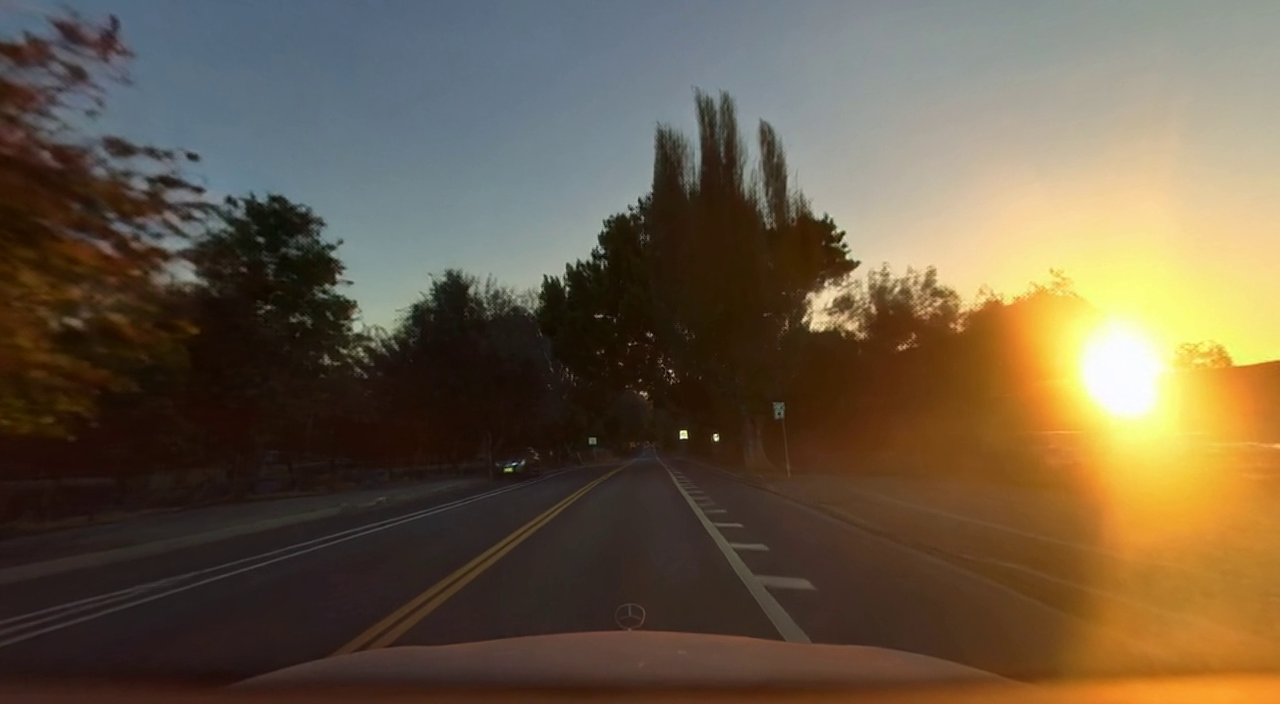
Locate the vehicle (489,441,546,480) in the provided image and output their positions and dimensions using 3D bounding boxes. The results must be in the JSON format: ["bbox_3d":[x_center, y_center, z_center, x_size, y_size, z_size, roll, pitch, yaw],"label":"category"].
[{"bbox_3d":[-6.220,5.593,32.478,1.992,1.797,4.372,-2,-10,1],"label":"vehicle"}]
